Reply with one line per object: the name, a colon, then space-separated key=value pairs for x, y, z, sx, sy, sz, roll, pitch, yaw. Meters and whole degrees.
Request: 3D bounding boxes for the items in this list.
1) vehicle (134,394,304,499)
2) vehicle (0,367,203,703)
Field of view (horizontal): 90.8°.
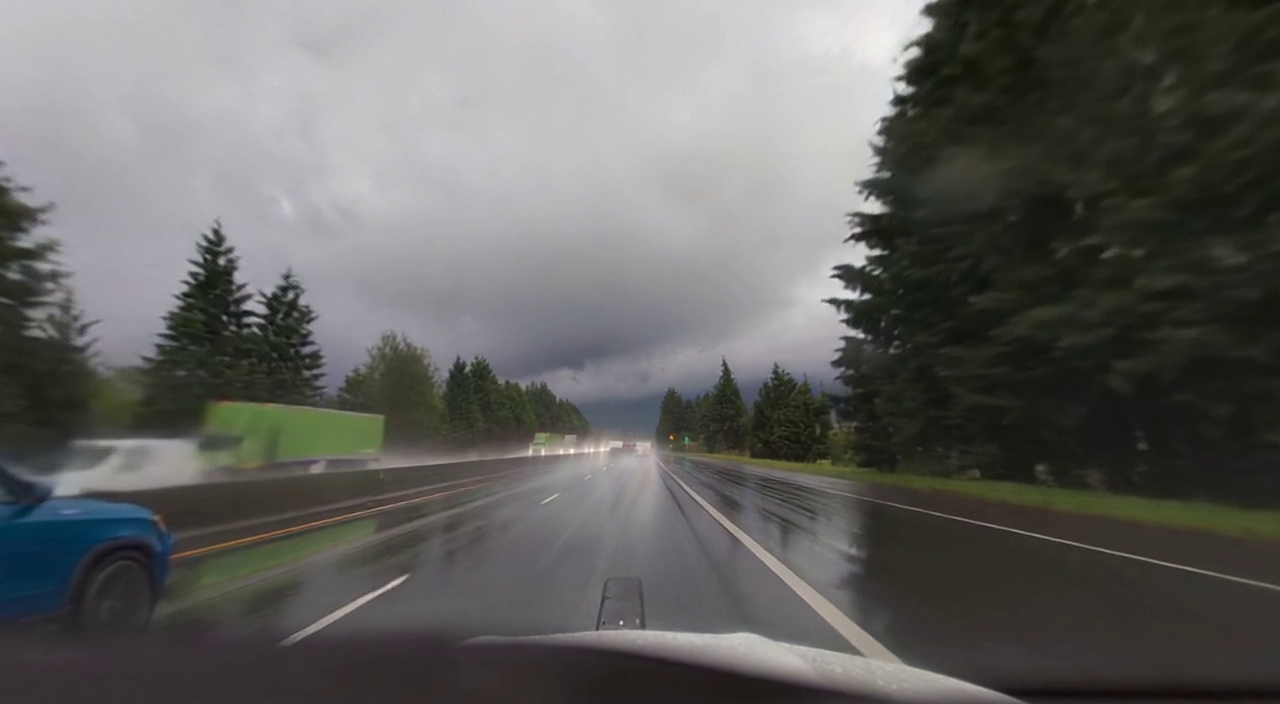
vehicle: x=-17.618 y=4.023 z=27.053 sx=3.013 sy=3.967 sz=5.891 roll=0 pitch=-9 yaw=0
vehicle: x=-4.330 y=0.821 z=2.330 sx=2.110 sy=1.727 sz=4.607 roll=0 pitch=-9 yaw=0
